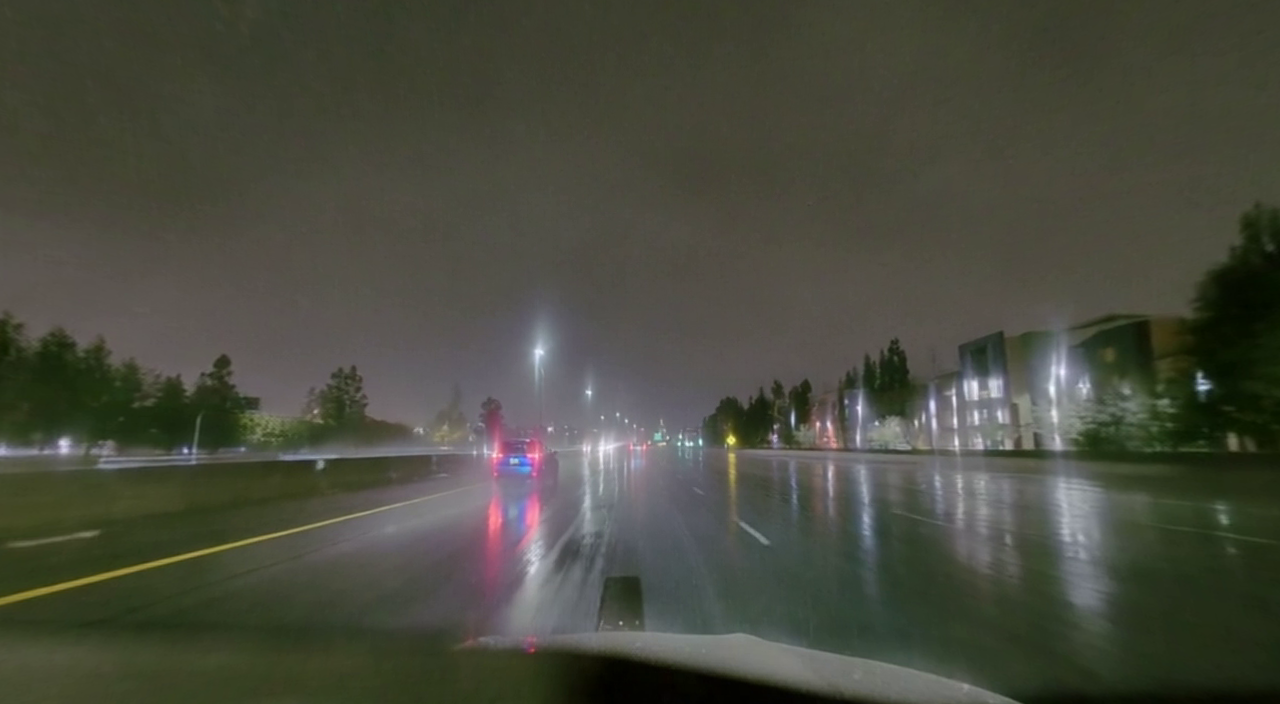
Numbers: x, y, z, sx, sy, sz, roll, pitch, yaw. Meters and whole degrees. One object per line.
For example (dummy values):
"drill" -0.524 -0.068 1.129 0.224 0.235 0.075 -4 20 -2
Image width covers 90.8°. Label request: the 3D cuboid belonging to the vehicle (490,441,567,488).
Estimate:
"vehicle" -3.843 3.937 22.508 1.900 1.492 4.495 0 -9 0
